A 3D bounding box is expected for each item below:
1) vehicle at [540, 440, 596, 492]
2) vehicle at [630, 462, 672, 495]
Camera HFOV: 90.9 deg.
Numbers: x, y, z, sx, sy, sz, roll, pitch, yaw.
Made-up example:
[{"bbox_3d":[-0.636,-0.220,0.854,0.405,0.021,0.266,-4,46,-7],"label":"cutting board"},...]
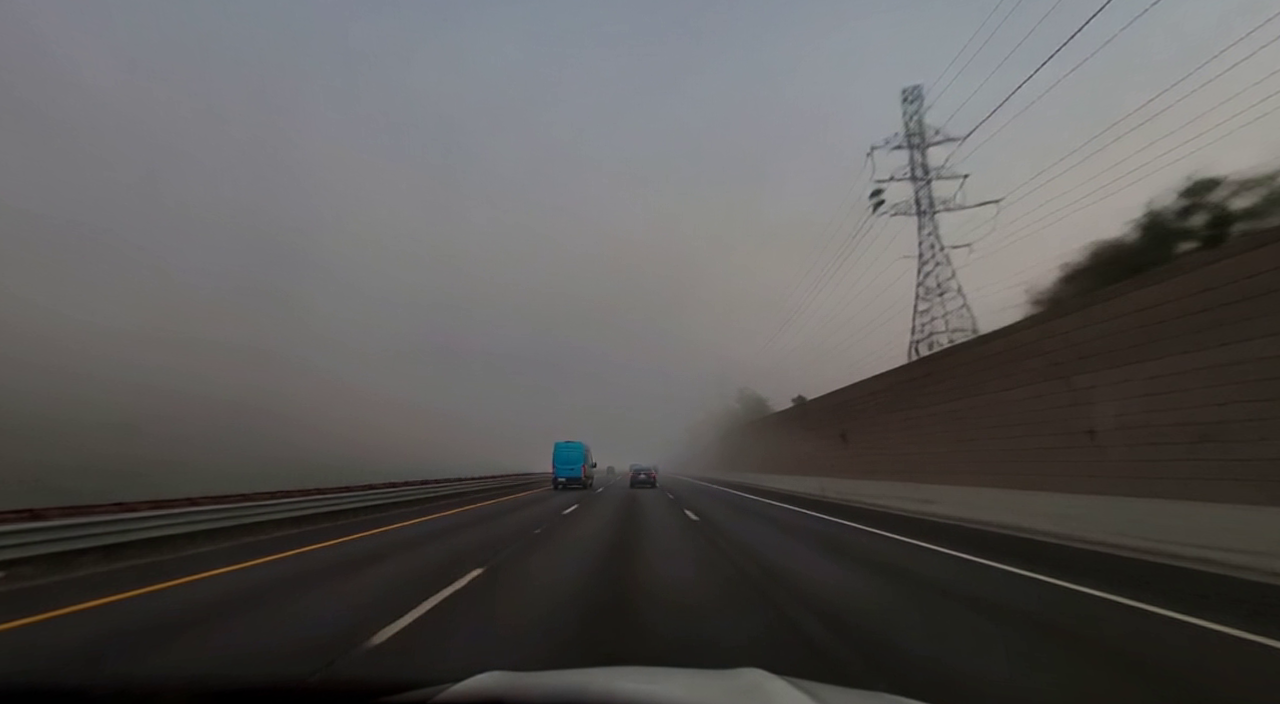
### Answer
[{"bbox_3d":[-3.903,6.423,35.519,2.394,2.609,6.875,1,-11,0],"label":"vehicle"},{"bbox_3d":[0.525,6.472,32.383,2.006,1.554,3.863,1,-10,0],"label":"vehicle"}]
